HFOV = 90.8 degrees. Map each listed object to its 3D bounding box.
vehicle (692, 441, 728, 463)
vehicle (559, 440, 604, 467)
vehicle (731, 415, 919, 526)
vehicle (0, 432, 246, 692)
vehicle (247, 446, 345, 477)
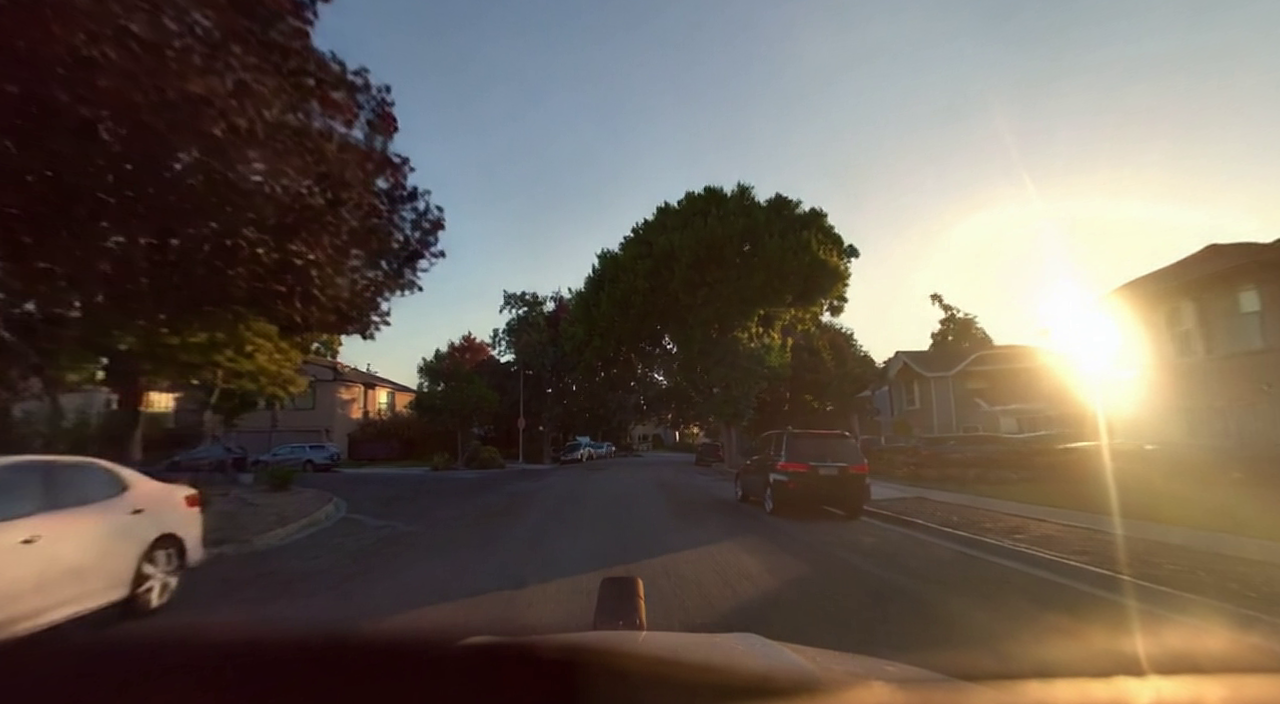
[{"bbox_3d":[5.594,7.884,49.772,2.075,1.657,4.648,-2,-9,15],"label":"vehicle"},{"bbox_3d":[-4.139,7.254,45.392,2.041,1.762,4.508,-3,-8,11],"label":"vehicle"},{"bbox_3d":[3.428,2.327,12.968,2.228,1.813,4.901,0,-9,-2],"label":"vehicle"},{"bbox_3d":[-4.690,1.256,3.866,1.981,1.463,4.631,0,-7,-6],"label":"vehicle"},{"bbox_3d":[-16.722,5.297,30.789,3.734,1.441,1.756,0,-9,3],"label":"vehicle"}]
